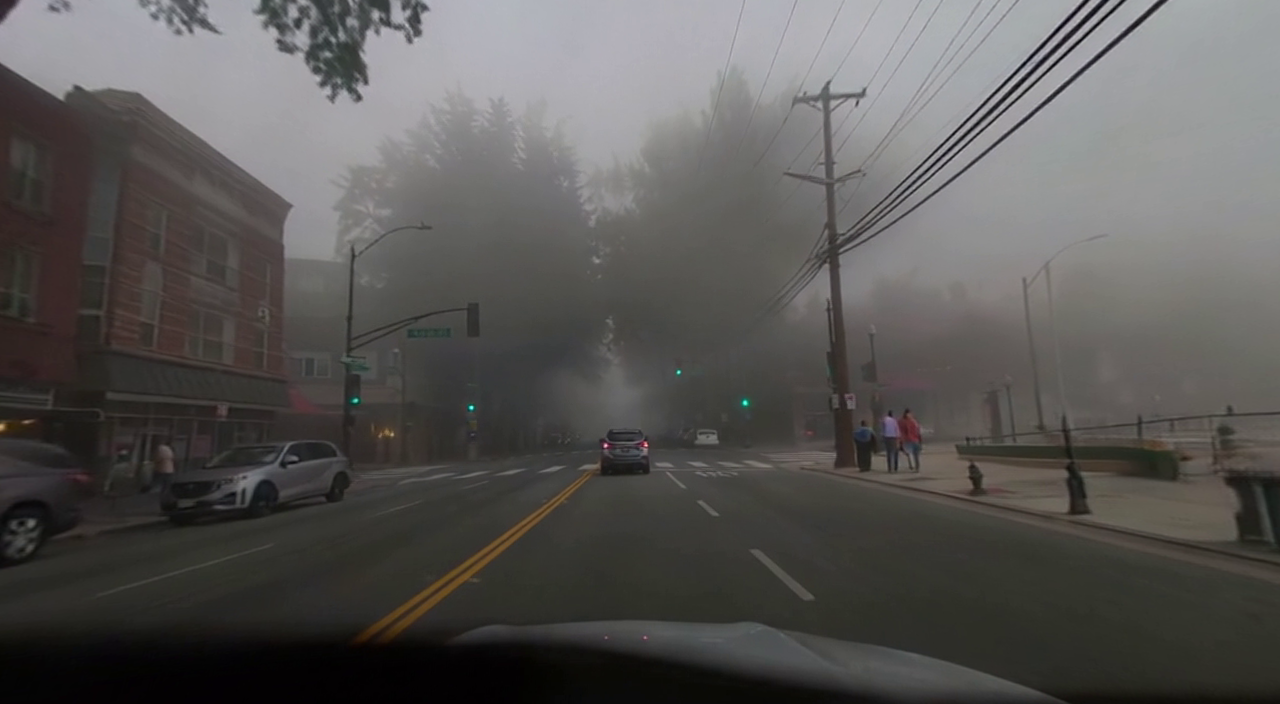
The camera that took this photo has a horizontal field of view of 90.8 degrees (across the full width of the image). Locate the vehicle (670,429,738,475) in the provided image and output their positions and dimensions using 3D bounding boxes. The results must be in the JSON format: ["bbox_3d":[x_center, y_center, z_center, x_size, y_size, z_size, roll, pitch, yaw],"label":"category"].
[{"bbox_3d":[2.294,3.749,23.909,1.998,1.580,4.015,0,-8,-2],"label":"vehicle"}]

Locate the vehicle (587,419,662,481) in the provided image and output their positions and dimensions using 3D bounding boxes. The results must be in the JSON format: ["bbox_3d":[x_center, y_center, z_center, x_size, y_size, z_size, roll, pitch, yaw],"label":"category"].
[{"bbox_3d":[-0.530,3.357,21.794,2.301,1.854,4.919,0,-8,-1],"label":"vehicle"}]

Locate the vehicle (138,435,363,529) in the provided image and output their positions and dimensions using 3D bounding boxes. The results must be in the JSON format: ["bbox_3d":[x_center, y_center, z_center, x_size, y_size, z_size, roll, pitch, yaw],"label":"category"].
[{"bbox_3d":[-9.713,3.251,16.649,2.048,1.985,6.011,1,-8,0],"label":"vehicle"}]

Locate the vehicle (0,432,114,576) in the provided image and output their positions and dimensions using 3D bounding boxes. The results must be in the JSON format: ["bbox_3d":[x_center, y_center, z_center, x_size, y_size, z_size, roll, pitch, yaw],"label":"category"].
[{"bbox_3d":[-9.616,1.901,7.519,1.980,1.931,5.487,1,-8,-1],"label":"vehicle"}]

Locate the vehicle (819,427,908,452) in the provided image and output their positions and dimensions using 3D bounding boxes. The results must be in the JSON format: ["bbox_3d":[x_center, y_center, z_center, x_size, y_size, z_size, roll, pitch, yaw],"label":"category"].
[{"bbox_3d":[13.638,5.351,38.651,4.713,1.493,1.875,0,-8,-2],"label":"vehicle"}]
